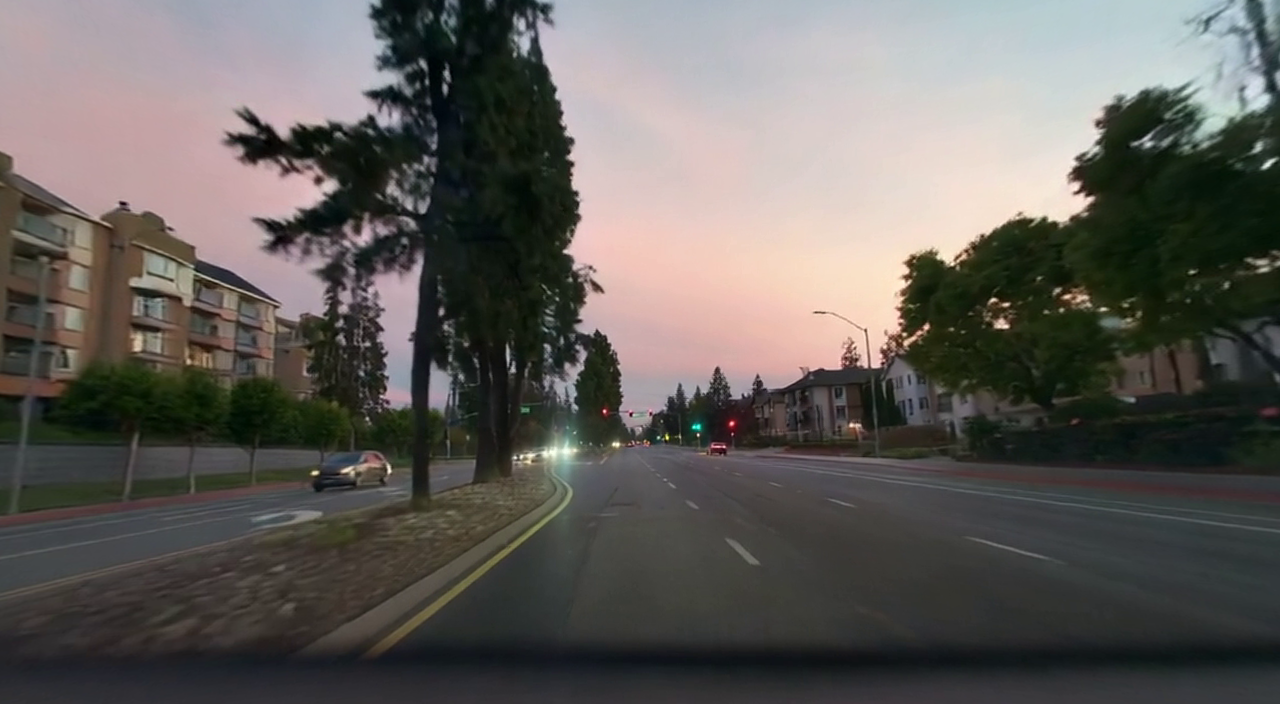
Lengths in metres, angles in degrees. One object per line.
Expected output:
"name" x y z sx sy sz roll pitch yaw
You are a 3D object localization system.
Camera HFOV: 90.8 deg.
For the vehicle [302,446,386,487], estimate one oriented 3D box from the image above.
"vehicle" -14.710 5.704 31.777 2.038 1.857 5.078 0 -9 -4
